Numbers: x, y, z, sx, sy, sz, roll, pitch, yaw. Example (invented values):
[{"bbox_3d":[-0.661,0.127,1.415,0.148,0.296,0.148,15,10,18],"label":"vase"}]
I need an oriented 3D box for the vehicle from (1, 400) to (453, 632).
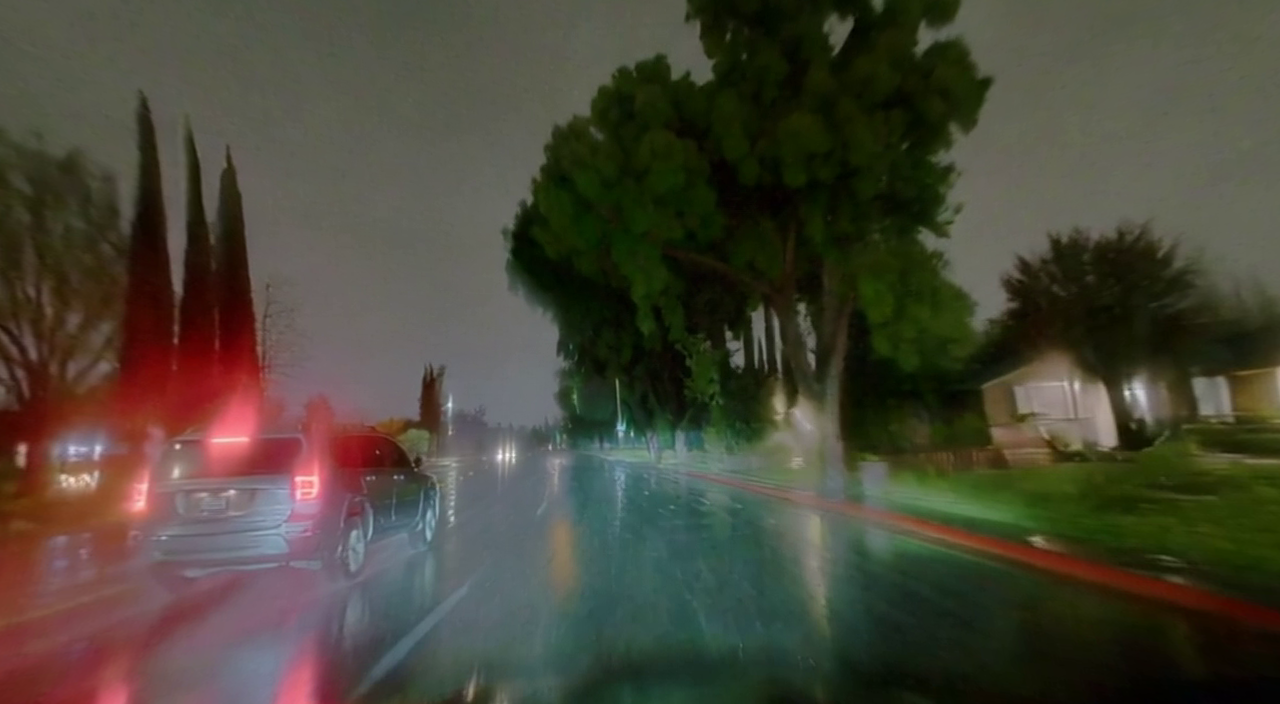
[{"bbox_3d":[-3.855,1.585,7.177,2.175,1.772,4.442,0,-8,-1],"label":"vehicle"}]
